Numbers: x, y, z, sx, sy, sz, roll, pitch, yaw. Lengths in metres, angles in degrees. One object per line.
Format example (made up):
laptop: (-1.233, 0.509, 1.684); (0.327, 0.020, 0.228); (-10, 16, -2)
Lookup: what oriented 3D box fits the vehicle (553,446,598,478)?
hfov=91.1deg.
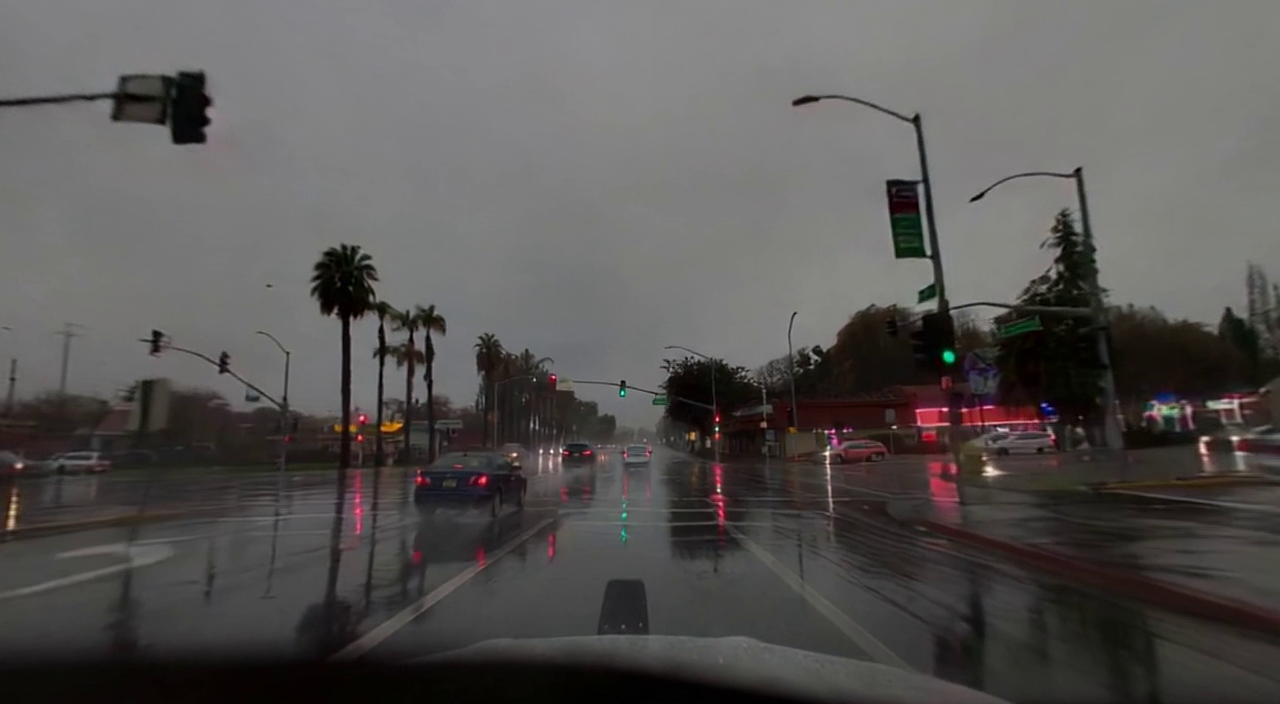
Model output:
vehicle: (-3.477, 5.993, 34.476); (1.979, 1.634, 3.957); (0, -8, 2)

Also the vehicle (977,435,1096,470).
vehicle: (20.400, 5.172, 32.456); (4.699, 1.716, 2.108); (0, -8, -1)

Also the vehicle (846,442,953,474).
vehicle: (13.238, 5.428, 32.262); (4.532, 1.504, 2.087); (0, -8, 0)

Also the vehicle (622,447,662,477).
vehicle: (0.101, 6.082, 34.908); (2.094, 1.496, 4.070); (0, -8, 0)

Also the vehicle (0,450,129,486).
vehicle: (-28.916, 5.800, 31.397); (4.945, 1.582, 1.938); (-2, -10, -2)

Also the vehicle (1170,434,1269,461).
vehicle: (39.613, 6.521, 42.999); (4.780, 1.784, 2.092); (0, -8, -4)

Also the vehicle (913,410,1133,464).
vehicle: (25.953, 5.843, 42.954); (13.025, 3.480, 3.091); (0, -9, -2)

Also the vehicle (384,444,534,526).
vehicle: (-3.775, 2.837, 14.031); (1.904, 1.513, 4.410); (-1, -8, 2)
